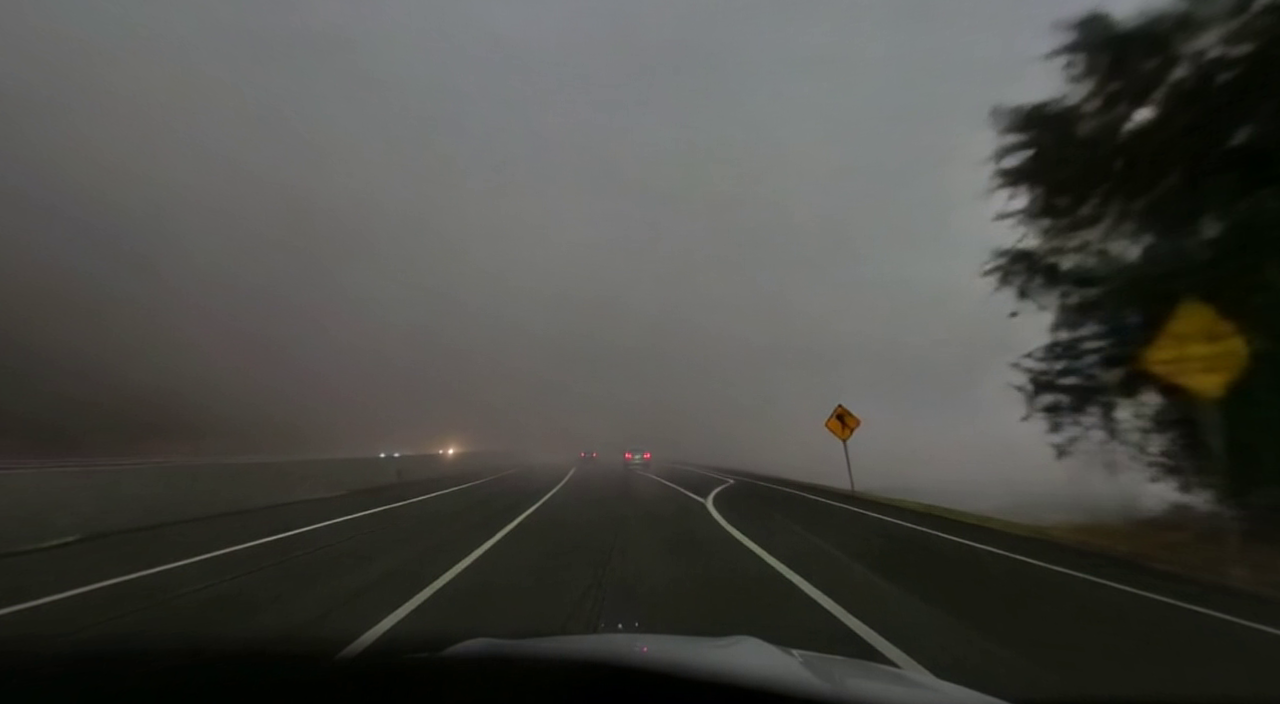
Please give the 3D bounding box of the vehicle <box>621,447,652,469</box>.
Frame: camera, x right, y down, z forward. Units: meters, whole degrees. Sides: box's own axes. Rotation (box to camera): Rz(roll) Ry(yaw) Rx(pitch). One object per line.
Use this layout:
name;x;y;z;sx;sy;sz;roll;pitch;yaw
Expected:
vehicle;-0.266;7.565;45.085;2.140;1.455;4.135;0;-9;-1
